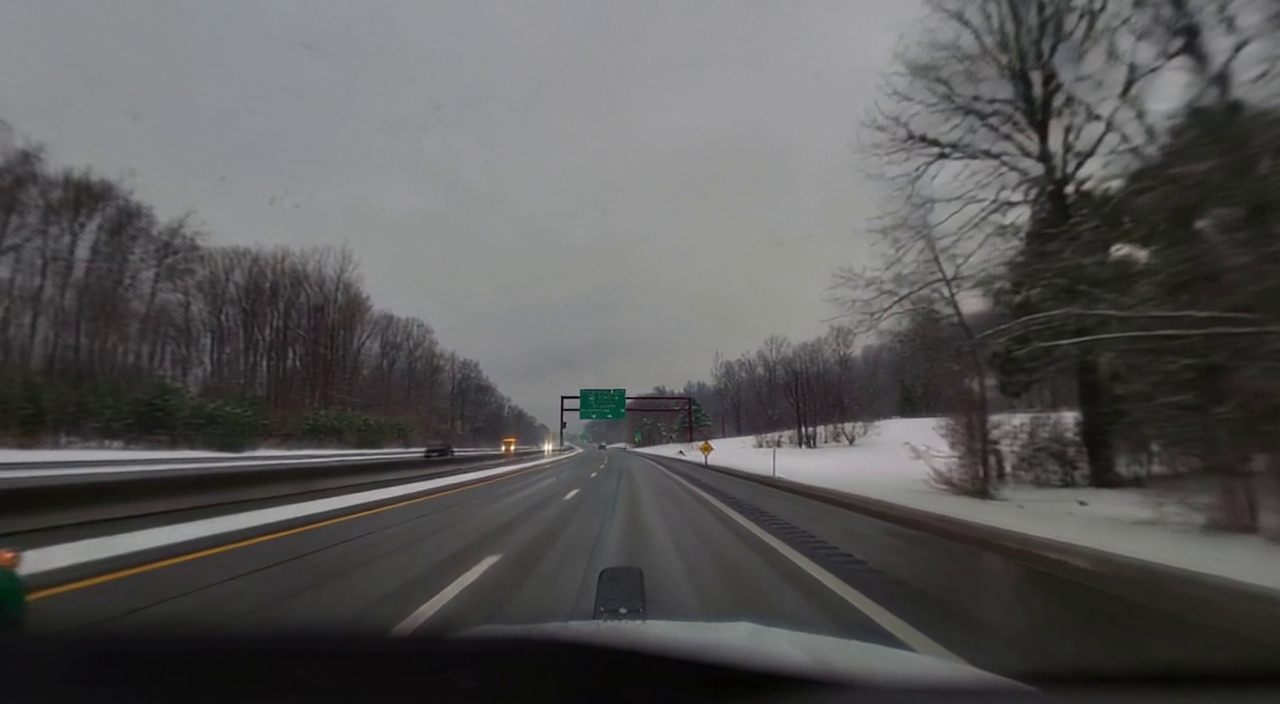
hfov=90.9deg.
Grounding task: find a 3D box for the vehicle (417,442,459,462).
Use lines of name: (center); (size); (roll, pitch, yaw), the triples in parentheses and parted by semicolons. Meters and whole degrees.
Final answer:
vehicle: (-15.827, 7.858, 49.548); (1.903, 1.485, 4.494); (0, -9, -2)
